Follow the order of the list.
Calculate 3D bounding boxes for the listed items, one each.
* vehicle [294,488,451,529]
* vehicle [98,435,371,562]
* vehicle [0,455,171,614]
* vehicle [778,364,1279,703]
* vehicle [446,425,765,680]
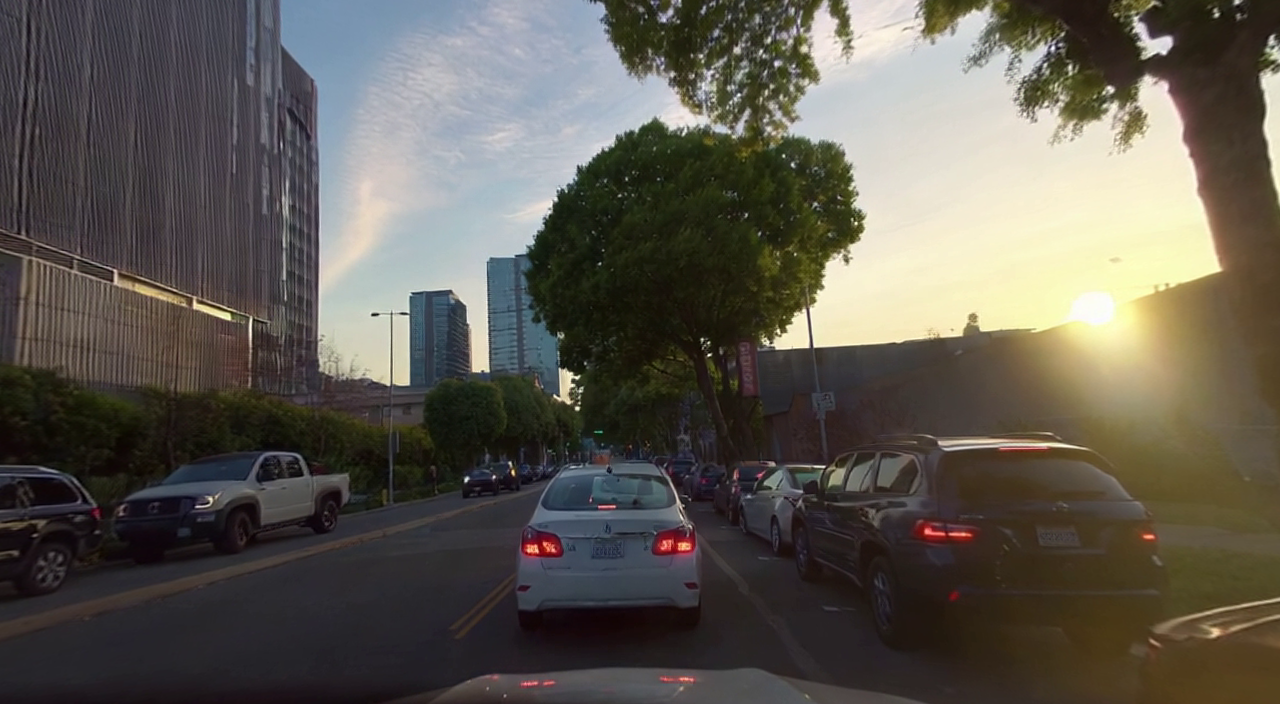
[{"bbox_3d":[-7.014,4.208,17.173,2.223,0.774,4.789,1,-10,0],"label":"vehicle"},{"bbox_3d":[-6.840,2.598,11.394,1.994,1.701,4.520,-3,-12,-1],"label":"vehicle"},{"bbox_3d":[-6.983,1.699,5.865,1.900,1.471,4.202,1,-10,0],"label":"vehicle"},{"bbox_3d":[2.708,1.436,5.689,1.868,1.920,4.501,1,-10,0],"label":"vehicle"},{"bbox_3d":[-0.194,1.616,5.913,2.018,1.583,3.646,1,-10,1],"label":"vehicle"}]
